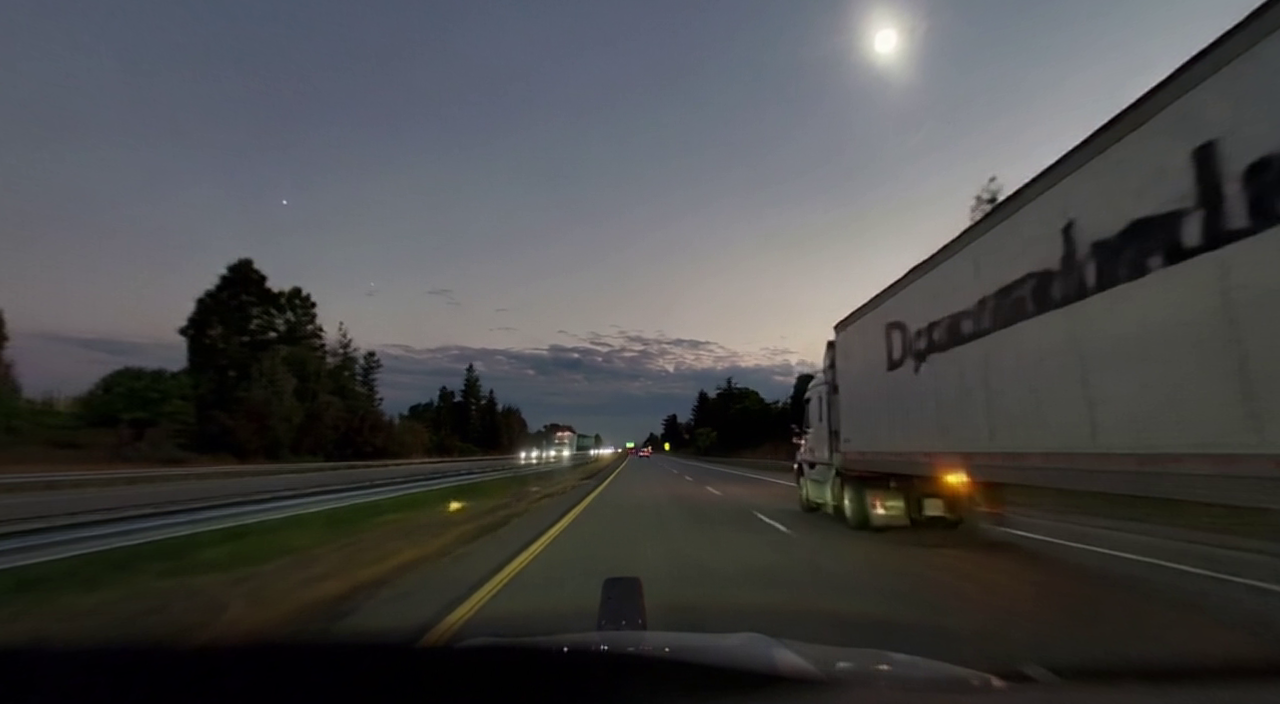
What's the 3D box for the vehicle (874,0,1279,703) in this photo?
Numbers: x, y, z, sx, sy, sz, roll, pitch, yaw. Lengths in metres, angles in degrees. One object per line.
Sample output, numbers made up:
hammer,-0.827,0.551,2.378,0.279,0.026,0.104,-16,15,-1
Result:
vehicle,4.011,-0.245,1.035,2.876,3.419,11.591,0,-9,0
